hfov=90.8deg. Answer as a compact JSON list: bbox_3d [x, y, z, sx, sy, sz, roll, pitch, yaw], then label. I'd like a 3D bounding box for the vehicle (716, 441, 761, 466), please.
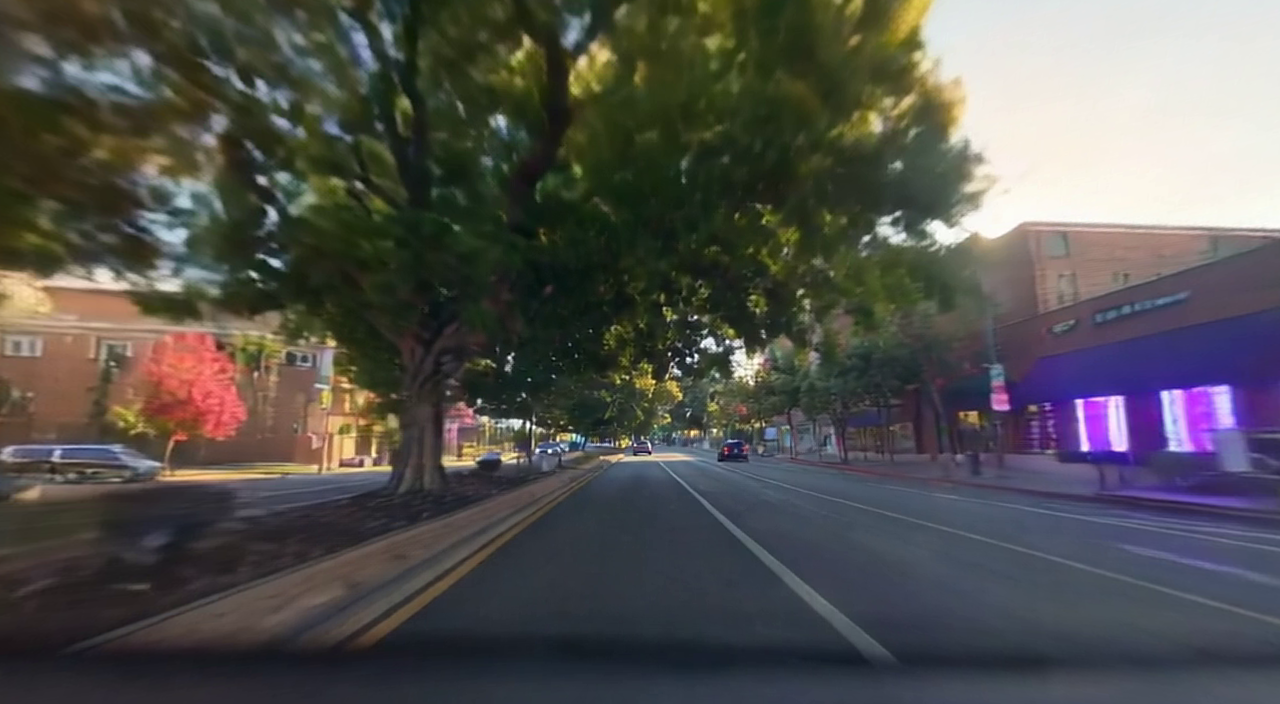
[{"bbox_3d":[6.338,6.589,41.149,2.024,1.475,4.600,0,-8,-2],"label":"vehicle"}]
